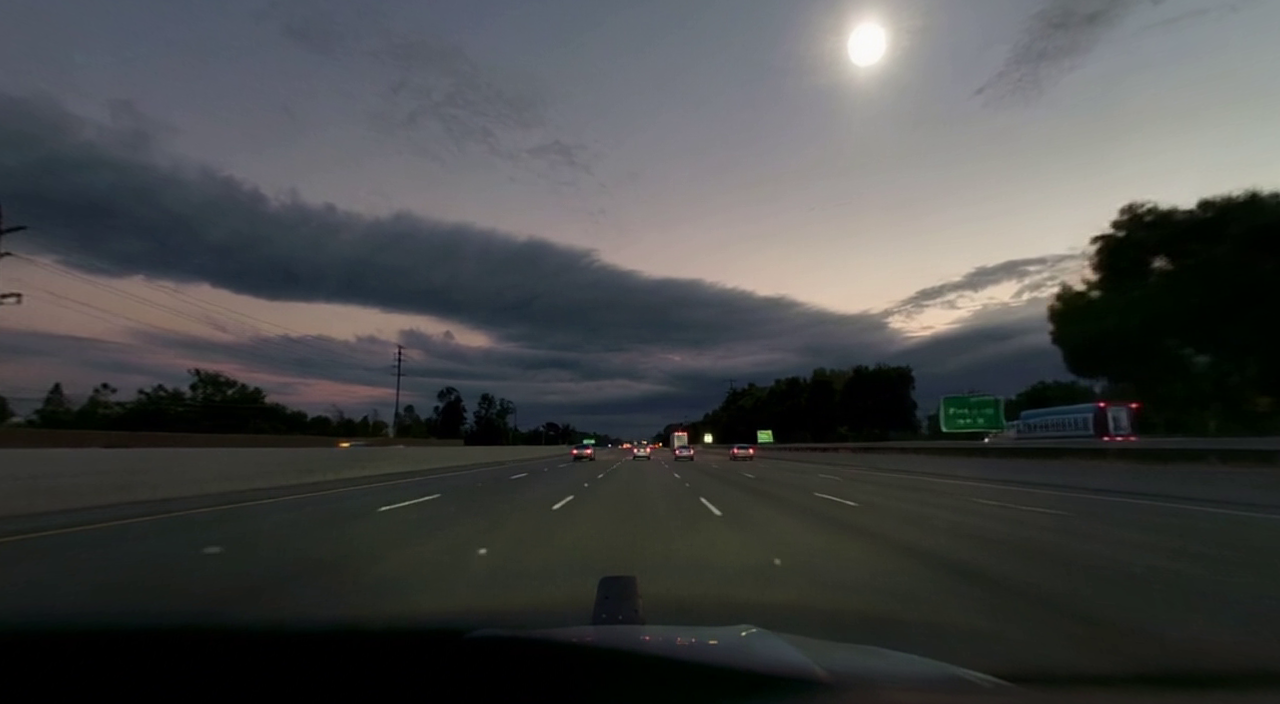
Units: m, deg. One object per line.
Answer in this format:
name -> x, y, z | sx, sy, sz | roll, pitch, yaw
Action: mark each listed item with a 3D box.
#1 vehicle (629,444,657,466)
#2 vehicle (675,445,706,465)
vehicle -> 0.205, 7.965, 48.861 | 2.066, 1.562, 4.198 | 0, -9, 0
vehicle -> 3.865, 7.977, 48.809 | 2.076, 1.506, 4.050 | 0, -9, 1
